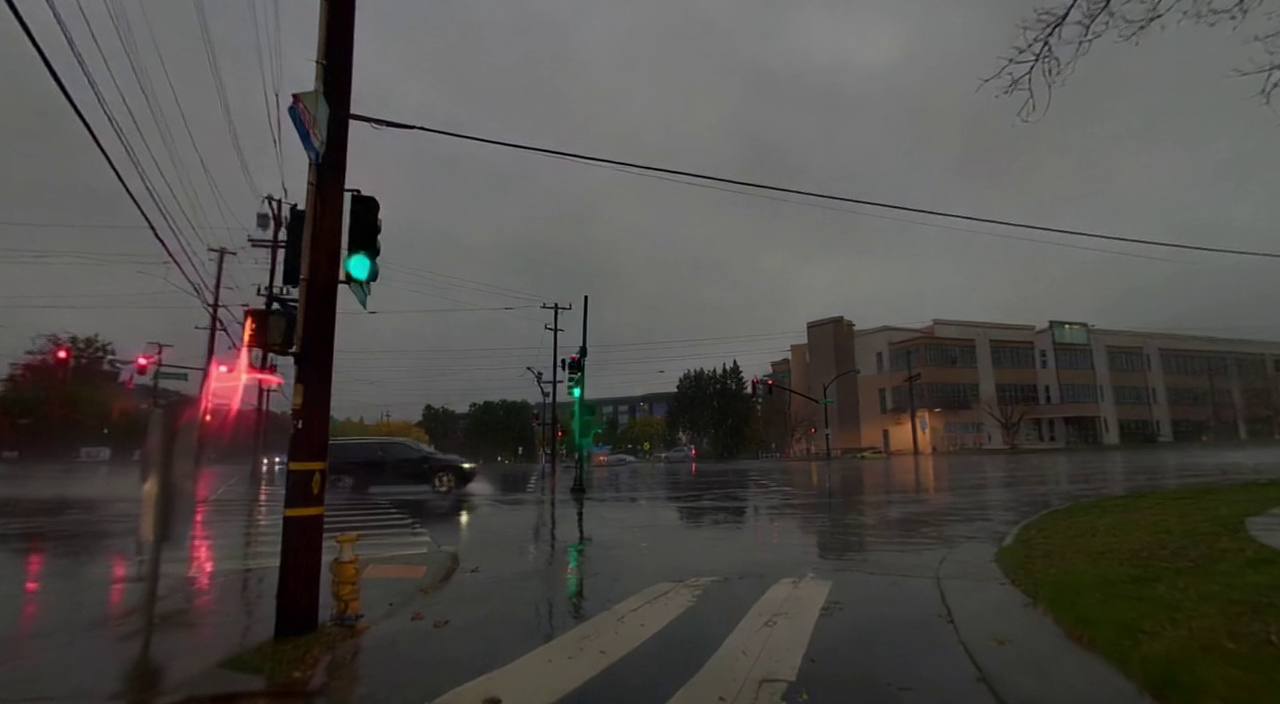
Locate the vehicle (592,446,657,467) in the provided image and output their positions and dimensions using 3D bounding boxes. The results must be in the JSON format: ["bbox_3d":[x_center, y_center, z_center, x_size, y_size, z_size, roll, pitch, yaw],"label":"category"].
[{"bbox_3d":[-1.139,7.549,45.817,4.391,1.451,1.717,4,-9,-26],"label":"vehicle"}]

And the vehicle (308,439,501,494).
[{"bbox_3d":[-6.614,3.264,18.220,4.700,1.479,2.095,0,-8,0],"label":"vehicle"}]

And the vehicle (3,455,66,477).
[{"bbox_3d":[-46.368,8.680,48.474,2.058,1.487,4.660,4,-9,-26],"label":"vehicle"}]
